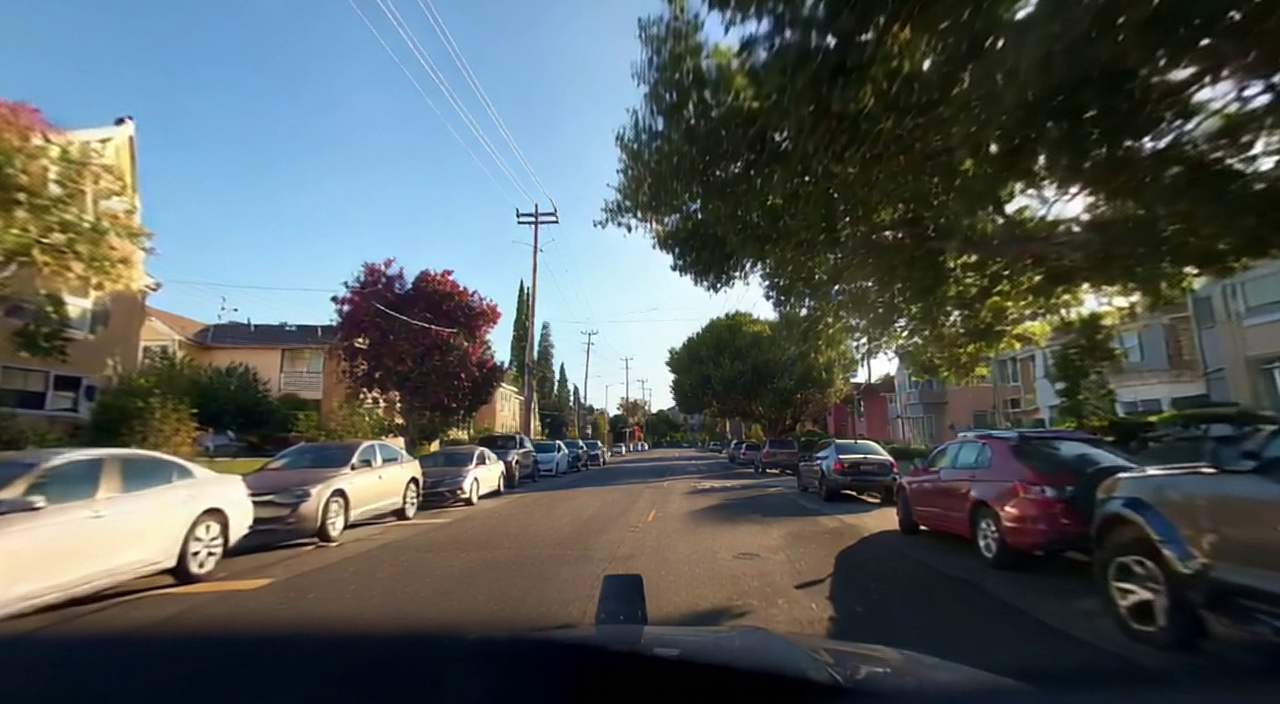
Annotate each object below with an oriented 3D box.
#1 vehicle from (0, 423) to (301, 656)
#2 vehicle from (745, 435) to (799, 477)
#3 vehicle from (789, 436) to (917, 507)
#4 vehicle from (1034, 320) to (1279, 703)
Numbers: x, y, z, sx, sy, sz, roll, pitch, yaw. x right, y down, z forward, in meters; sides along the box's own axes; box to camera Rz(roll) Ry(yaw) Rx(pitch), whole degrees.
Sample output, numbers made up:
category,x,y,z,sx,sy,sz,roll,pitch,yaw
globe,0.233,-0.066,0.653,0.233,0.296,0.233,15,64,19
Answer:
category,x,y,z,sx,sy,sz,roll,pitch,yaw
vehicle,-5.092,1.337,5.092,1.950,1.494,4.816,0,-7,2
vehicle,6.005,4.772,29.214,1.936,1.756,4.127,-1,-8,5
vehicle,5.388,3.054,16.751,1.910,1.567,4.856,0,-8,3
vehicle,4.620,0.776,2.674,2.407,2.088,5.951,-1,-8,4
